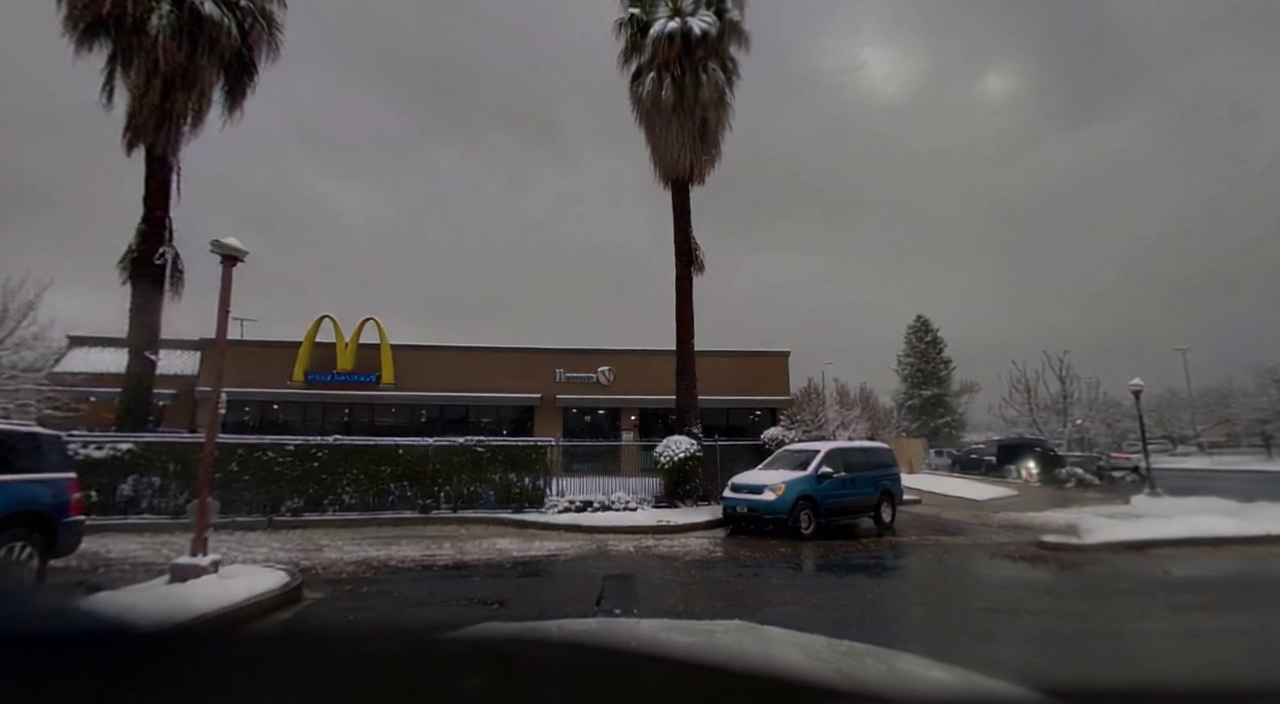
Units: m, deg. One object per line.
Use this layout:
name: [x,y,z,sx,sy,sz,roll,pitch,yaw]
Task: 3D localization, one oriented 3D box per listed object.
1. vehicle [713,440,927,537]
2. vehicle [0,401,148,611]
vehicle: [4.008,2.865,13.978,4.365,1.791,2.073,5,-9,-30]
vehicle: [-6.793,1.298,5.124,1.943,1.890,4.472,0,-10,0]
